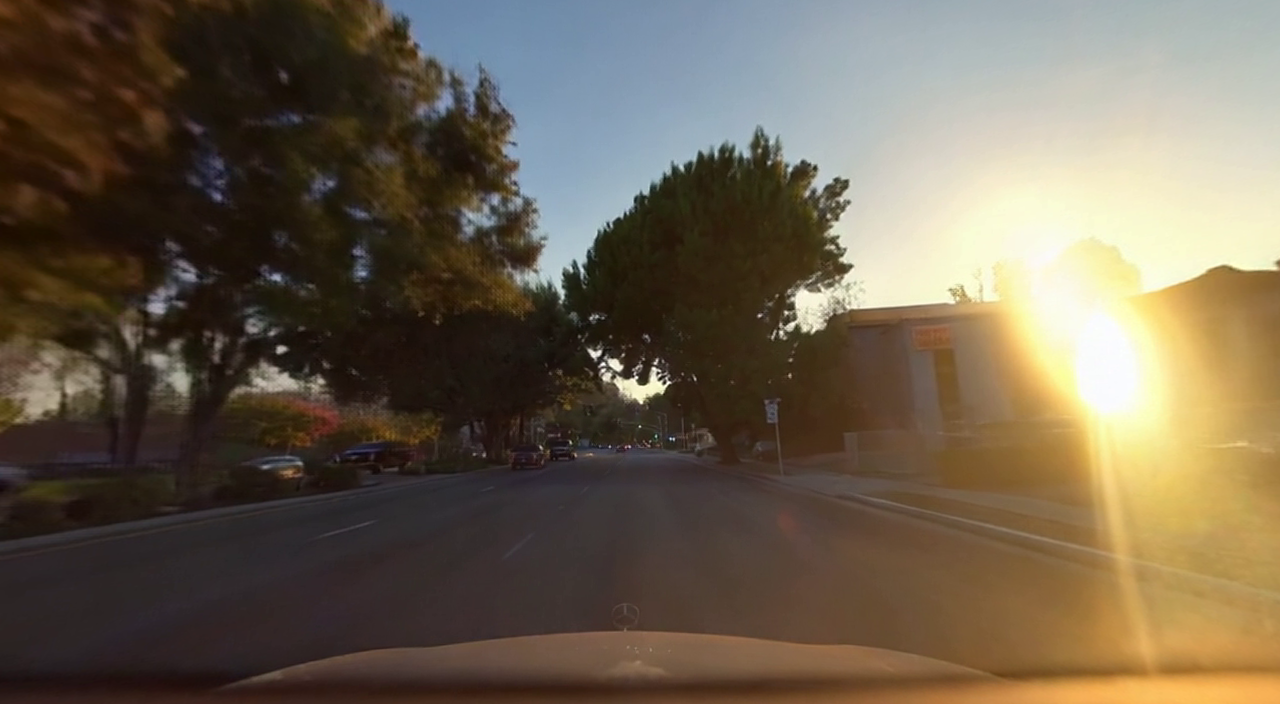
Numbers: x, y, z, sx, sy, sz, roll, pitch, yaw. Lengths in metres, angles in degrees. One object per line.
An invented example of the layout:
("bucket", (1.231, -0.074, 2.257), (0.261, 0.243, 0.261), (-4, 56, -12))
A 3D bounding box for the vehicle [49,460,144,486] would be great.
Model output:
("vehicle", (-34.257, 7.623, 39.911), (4.194, 1.486, 1.883), (0, -9, -1))

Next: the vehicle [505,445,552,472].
("vehicle", (-6.492, 6.238, 37.303), (1.970, 1.456, 4.441), (0, -9, 0))

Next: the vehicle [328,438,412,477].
("vehicle", (-15.065, 5.910, 35.669), (2.326, 2.030, 5.373), (0, -9, 1))

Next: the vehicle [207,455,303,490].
("vehicle", (-17.942, 5.602, 29.734), (1.794, 1.449, 4.384), (0, -9, -1))
